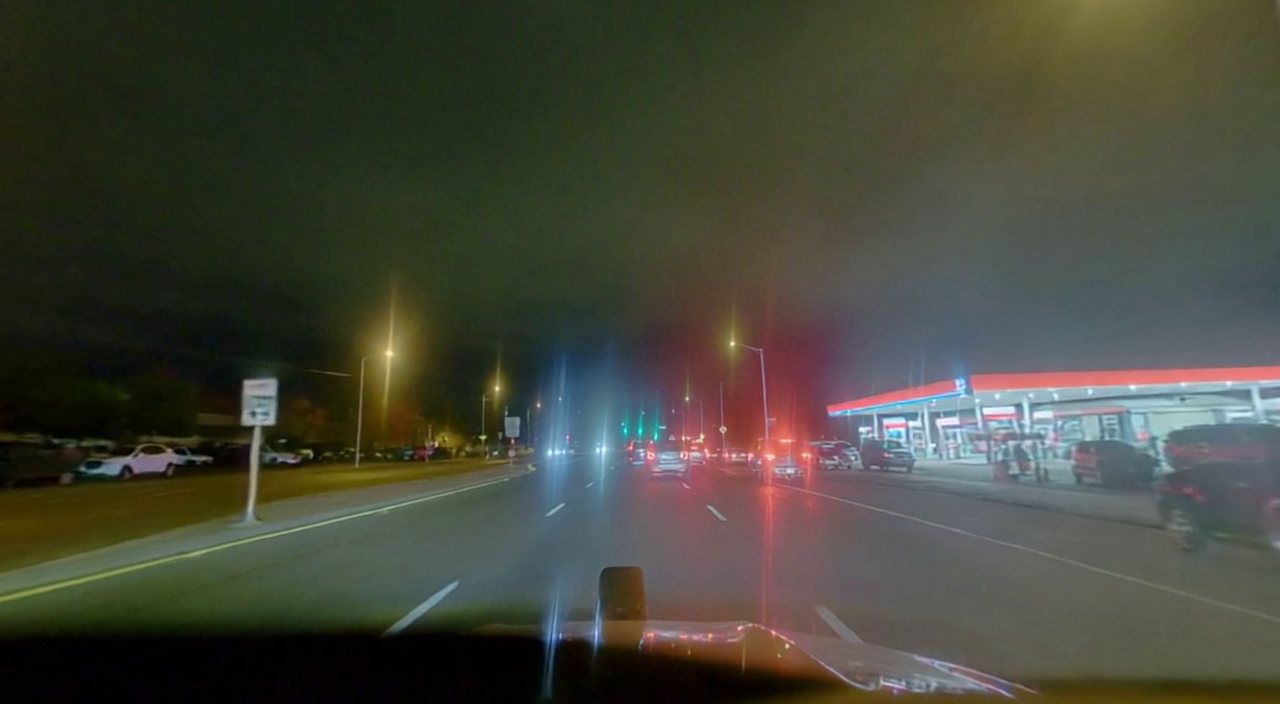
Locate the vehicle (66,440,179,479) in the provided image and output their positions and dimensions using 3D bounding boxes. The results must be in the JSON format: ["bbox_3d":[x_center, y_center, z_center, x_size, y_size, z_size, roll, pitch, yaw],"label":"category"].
[{"bbox_3d":[-25.864,5.344,31.615,2.044,1.695,4.619,-1,-7,-5],"label":"vehicle"}]

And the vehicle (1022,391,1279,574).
[{"bbox_3d":[7.244,1.499,7.659,2.032,1.776,4.782,0,-8,-1],"label":"vehicle"}]

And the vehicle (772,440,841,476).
[{"bbox_3d":[7.440,4.750,28.550,1.818,1.459,4.806,0,-8,0],"label":"vehicle"}]

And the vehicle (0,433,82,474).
[{"bbox_3d":[-31.194,5.094,31.658,1.928,1.922,4.539,0,-8,-2],"label":"vehicle"}]

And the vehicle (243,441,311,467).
[{"bbox_3d":[-26.161,7.354,45.438,1.922,1.755,4.511,-1,-8,6],"label":"vehicle"}]

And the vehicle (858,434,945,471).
[{"bbox_3d":[12.788,4.948,31.126,2.019,1.711,4.862,1,-8,-3],"label":"vehicle"}]

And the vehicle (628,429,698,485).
[{"bbox_3d":[0.835,3.857,23.467,2.317,1.857,5.150,0,-8,2],"label":"vehicle"}]

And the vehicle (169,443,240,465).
[{"bbox_3d":[-31.496,7.376,45.590,1.920,1.446,4.448,-2,-8,1],"label":"vehicle"}]
